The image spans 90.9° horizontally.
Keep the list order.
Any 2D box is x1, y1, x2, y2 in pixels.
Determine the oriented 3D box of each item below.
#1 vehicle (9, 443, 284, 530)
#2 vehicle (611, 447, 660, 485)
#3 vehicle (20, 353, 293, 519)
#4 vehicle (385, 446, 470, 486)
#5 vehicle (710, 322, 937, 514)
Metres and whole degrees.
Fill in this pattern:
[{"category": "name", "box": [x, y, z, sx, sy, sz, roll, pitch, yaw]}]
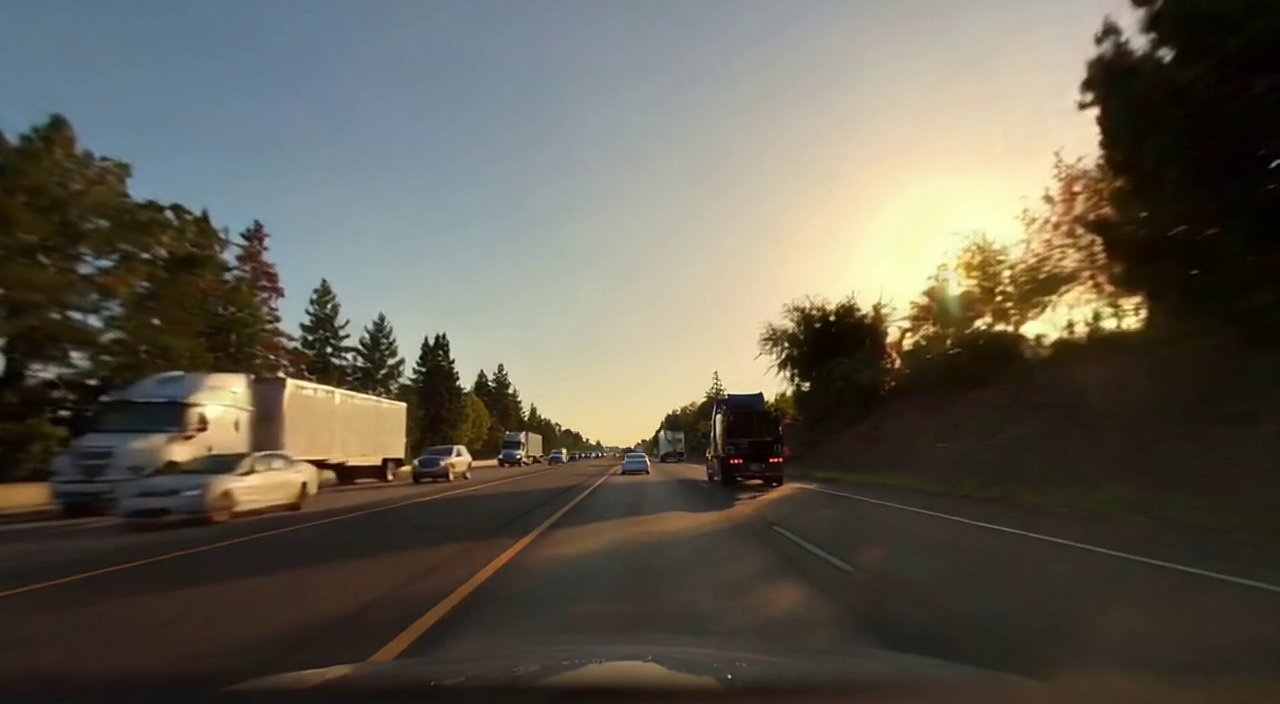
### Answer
[{"category": "vehicle", "box": [-8.575, 2.341, 11.501, 1.921, 1.304, 3.824, 0, -9, 0]}, {"category": "vehicle", "box": [-0.184, 4.769, 26.597, 1.939, 1.495, 3.612, 0, -9, 0]}, {"category": "vehicle", "box": [-13.204, 2.440, 18.093, 2.977, 3.962, 5.832, 0, -9, 0]}, {"category": "vehicle", "box": [-8.640, 4.667, 26.068, 1.993, 1.515, 4.232, 0, -9, 1]}, {"category": "vehicle", "box": [4.613, 2.424, 20.298, 2.842, 4.060, 13.939, 0, -9, -1]}]
